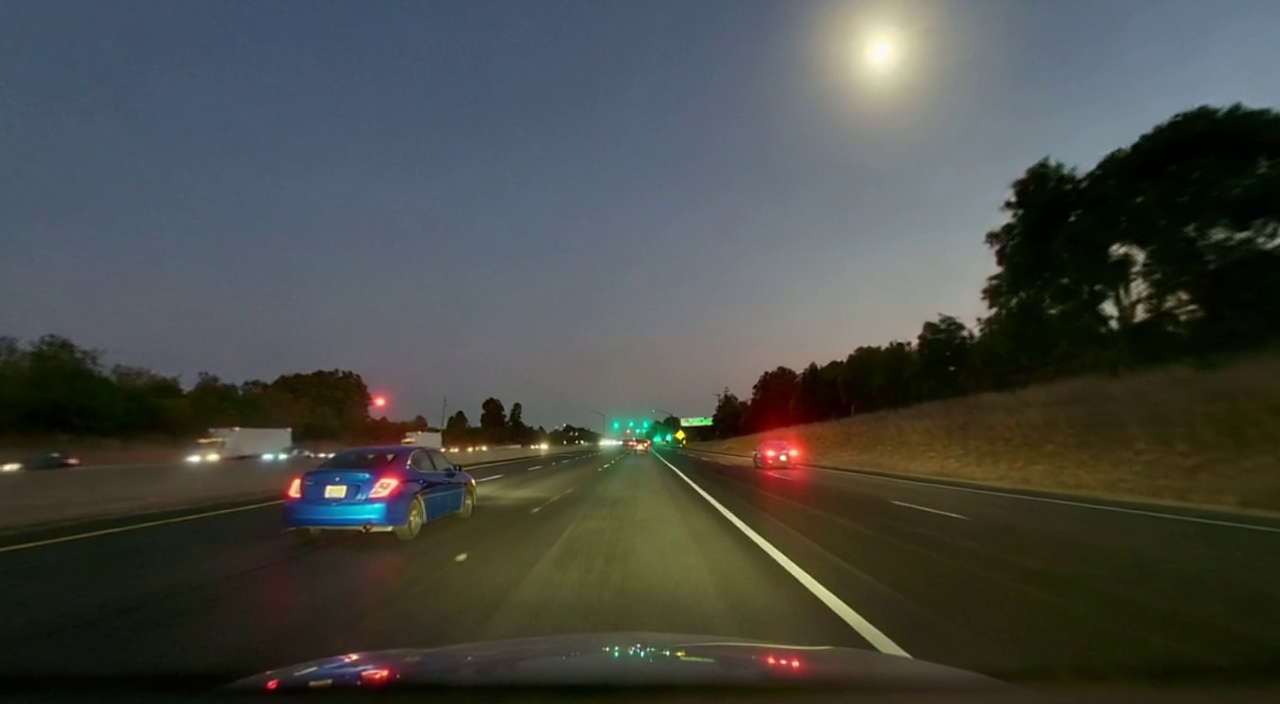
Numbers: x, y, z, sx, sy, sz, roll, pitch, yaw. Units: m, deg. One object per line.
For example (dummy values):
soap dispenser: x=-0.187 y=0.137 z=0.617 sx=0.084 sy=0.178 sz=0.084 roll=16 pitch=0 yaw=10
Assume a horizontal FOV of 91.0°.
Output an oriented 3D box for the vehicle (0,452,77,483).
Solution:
vehicle: x=-32.522 y=6.076 z=33.309 sx=1.749 sy=1.472 sz=3.987 roll=0 pitch=-9 yaw=-1

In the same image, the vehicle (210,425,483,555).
vehicle: x=-4.027 y=1.959 z=9.703 sx=1.987 sy=1.516 sz=4.478 roll=0 pitch=-9 yaw=1

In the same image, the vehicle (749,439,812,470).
vehicle: x=7.257 y=5.354 z=32.953 sx=2.049 sy=1.481 sz=4.774 roll=0 pitch=-9 yaw=-2
